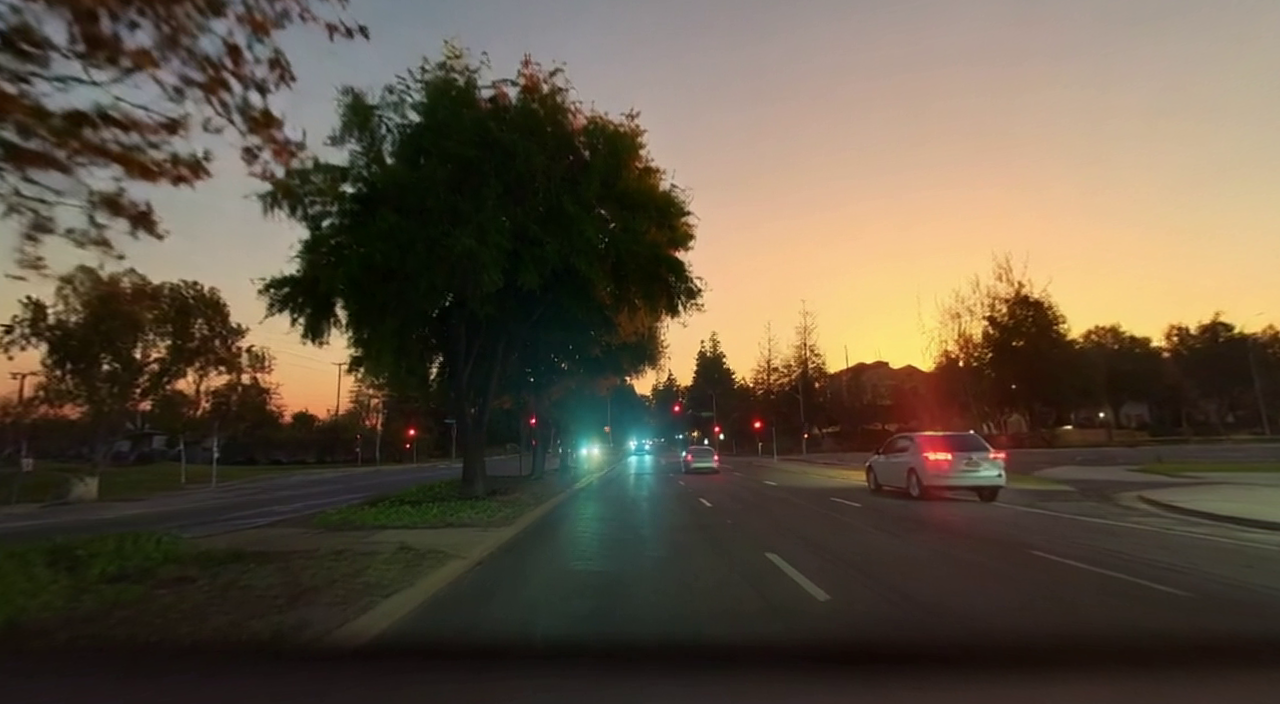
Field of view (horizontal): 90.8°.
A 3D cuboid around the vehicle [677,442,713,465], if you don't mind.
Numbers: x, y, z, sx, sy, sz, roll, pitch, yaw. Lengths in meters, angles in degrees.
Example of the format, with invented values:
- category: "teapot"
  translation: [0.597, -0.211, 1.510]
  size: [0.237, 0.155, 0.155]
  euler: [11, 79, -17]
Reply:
- category: "vehicle"
  translation: [3.652, 6.858, 42.894]
  size: [2.029, 1.442, 4.054]
  euler: [0, -8, -1]

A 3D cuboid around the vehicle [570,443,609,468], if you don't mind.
- category: "vehicle"
  translation: [-3.065, 6.386, 39.318]
  size: [2.049, 1.449, 4.213]
  euler: [0, -8, 1]

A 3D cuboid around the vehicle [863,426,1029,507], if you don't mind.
- category: "vehicle"
  translation: [7.101, 2.687, 15.248]
  size: [1.950, 1.668, 4.053]
  euler: [0, -8, 0]
